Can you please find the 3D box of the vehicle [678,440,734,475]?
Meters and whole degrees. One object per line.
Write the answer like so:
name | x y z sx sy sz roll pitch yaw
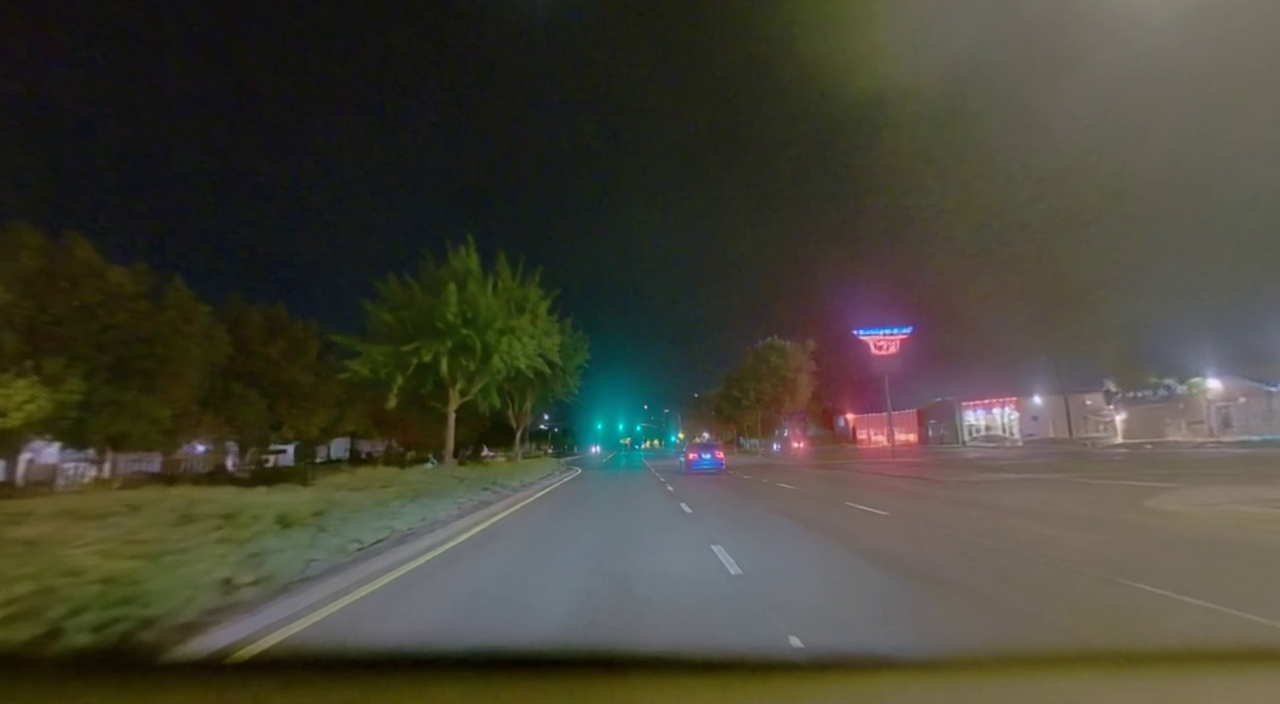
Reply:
vehicle | 2.837 4.627 28.067 1.929 1.411 4.284 0 -8 -1
